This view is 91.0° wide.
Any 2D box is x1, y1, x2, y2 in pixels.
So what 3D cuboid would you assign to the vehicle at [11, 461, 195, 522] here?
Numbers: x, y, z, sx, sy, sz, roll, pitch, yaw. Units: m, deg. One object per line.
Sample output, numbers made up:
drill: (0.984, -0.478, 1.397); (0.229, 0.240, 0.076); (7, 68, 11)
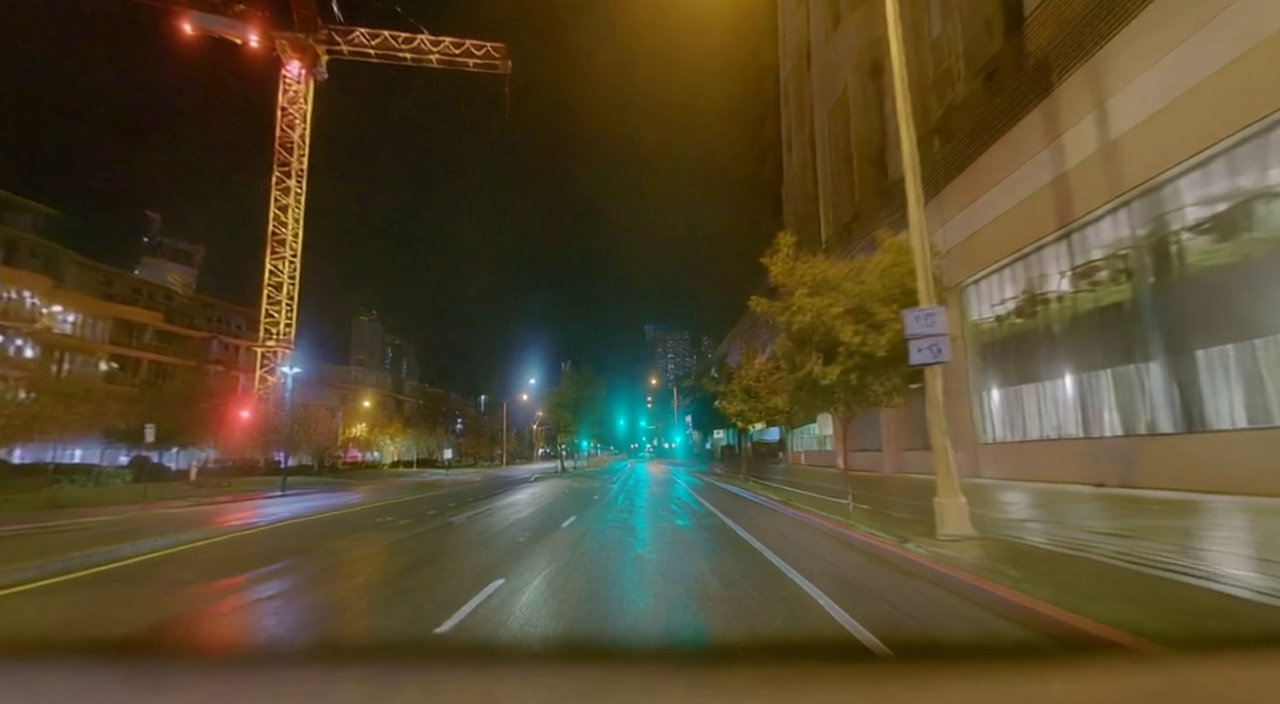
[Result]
vehicle: (-16.957, 4.380, 20.273); (1.921, 1.541, 4.541); (-1, -8, 0)
